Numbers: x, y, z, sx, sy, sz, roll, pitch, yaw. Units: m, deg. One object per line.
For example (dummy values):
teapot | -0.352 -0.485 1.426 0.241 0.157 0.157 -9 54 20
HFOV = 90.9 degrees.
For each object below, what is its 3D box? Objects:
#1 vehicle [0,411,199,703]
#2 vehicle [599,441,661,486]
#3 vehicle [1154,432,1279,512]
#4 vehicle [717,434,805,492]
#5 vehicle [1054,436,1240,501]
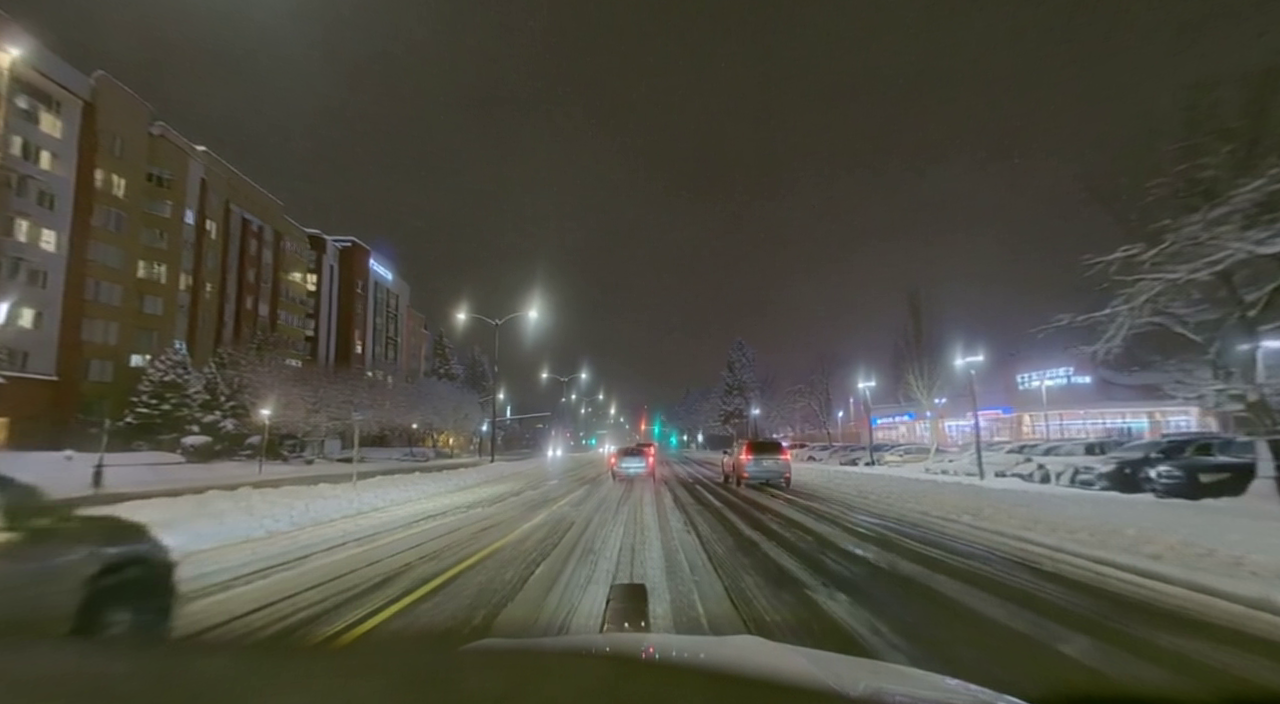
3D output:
vehicle | -3.844 0.851 1.682 2.029 1.482 4.591 0 -8 0
vehicle | -0.338 4.012 22.975 2.059 1.477 3.988 0 -8 0
vehicle | 13.498 2.520 13.637 4.312 1.485 1.995 4 -10 -27
vehicle | 3.837 3.595 20.769 2.007 1.683 4.171 0 -8 -1
vehicle | 13.143 2.954 16.384 3.972 1.504 1.976 3 -9 -22
